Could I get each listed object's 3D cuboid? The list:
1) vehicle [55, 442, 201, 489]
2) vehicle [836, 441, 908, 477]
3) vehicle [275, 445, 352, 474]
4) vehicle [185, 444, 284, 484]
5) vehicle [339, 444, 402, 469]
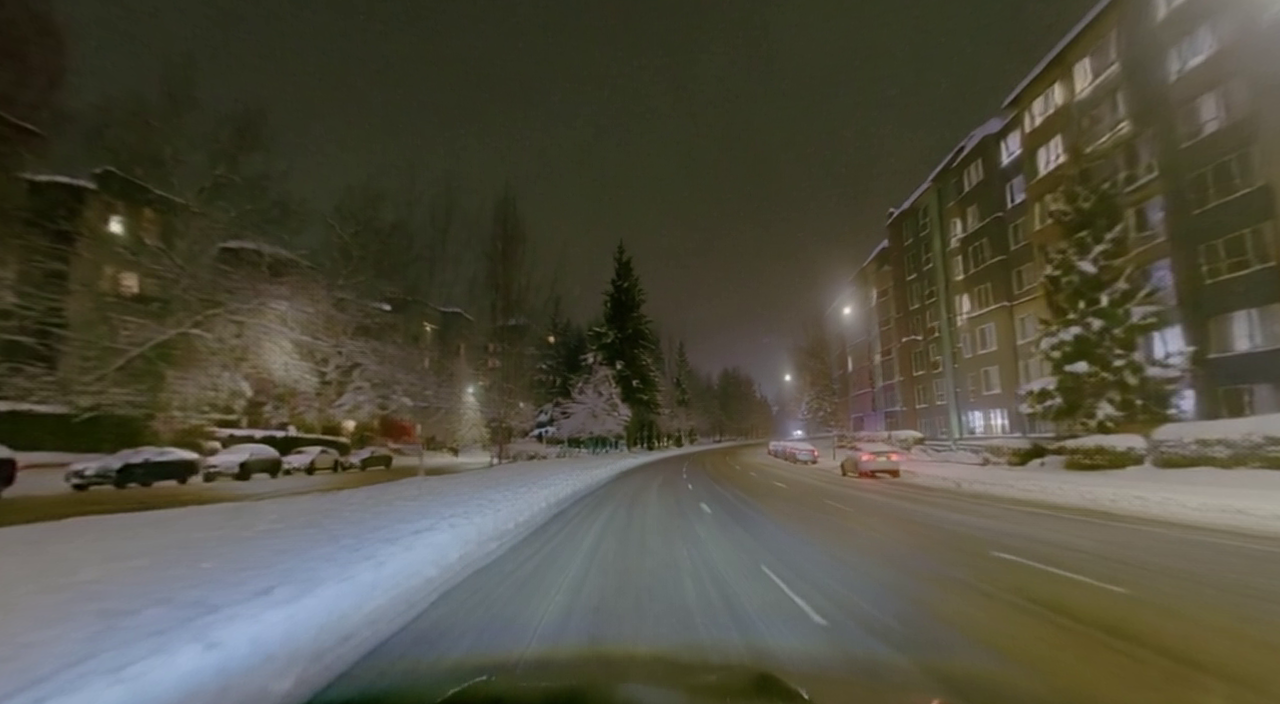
[{"bbox_3d":[-18.857,4.209,23.583,1.854,1.490,4.331,-2,-9,0],"label":"vehicle"},{"bbox_3d":[11.114,5.152,30.601,1.992,1.615,4.460,-1,-9,3],"label":"vehicle"},{"bbox_3d":[-18.253,6.088,35.585,1.795,1.445,4.629,-3,-11,1],"label":"vehicle"},{"bbox_3d":[-18.674,5.153,29.367,1.686,1.671,4.477,0,-8,-1],"label":"vehicle"},{"bbox_3d":[-17.684,6.949,41.674,2.003,1.505,4.332,-3,-11,4],"label":"vehicle"}]
